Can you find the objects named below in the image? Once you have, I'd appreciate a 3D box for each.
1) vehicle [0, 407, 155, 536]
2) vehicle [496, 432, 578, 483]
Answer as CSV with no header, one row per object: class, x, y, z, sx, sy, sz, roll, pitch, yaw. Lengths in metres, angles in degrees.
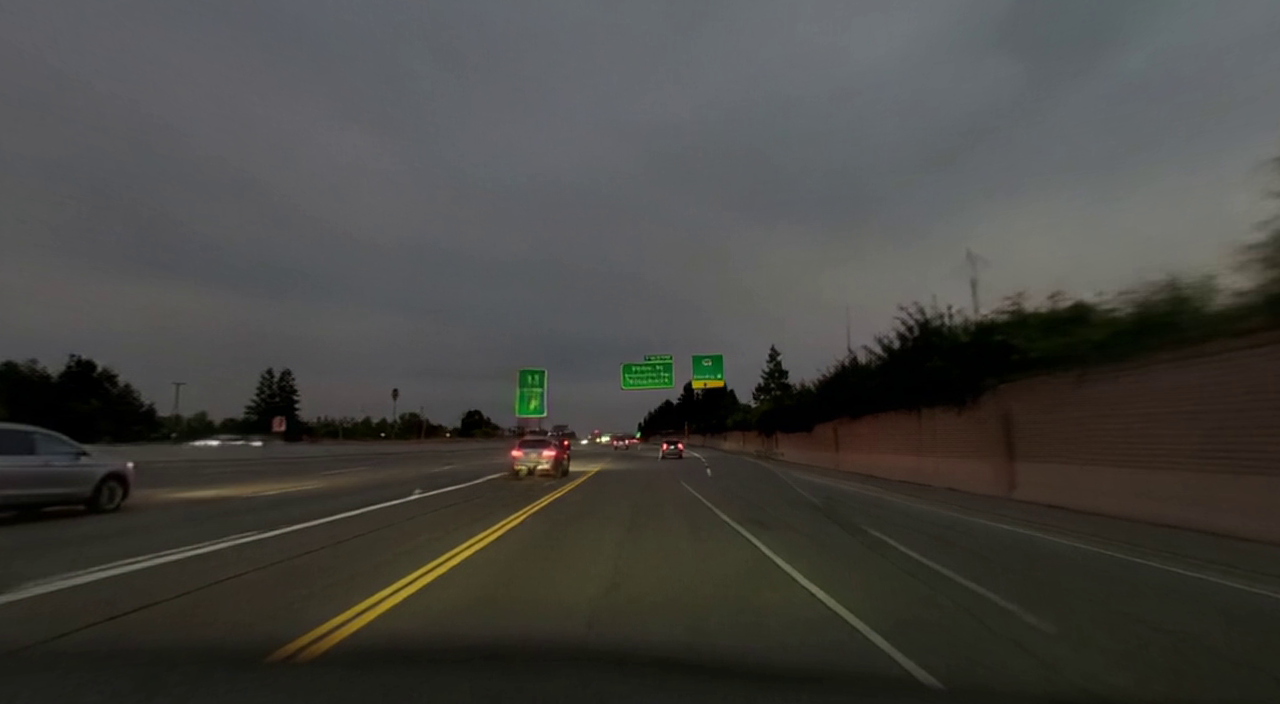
vehicle,-9.146,1.539,8.108,2.025,1.618,4.683,0,-9,0
vehicle,-3.671,3.884,23.453,2.151,1.707,4.759,0,-9,1
